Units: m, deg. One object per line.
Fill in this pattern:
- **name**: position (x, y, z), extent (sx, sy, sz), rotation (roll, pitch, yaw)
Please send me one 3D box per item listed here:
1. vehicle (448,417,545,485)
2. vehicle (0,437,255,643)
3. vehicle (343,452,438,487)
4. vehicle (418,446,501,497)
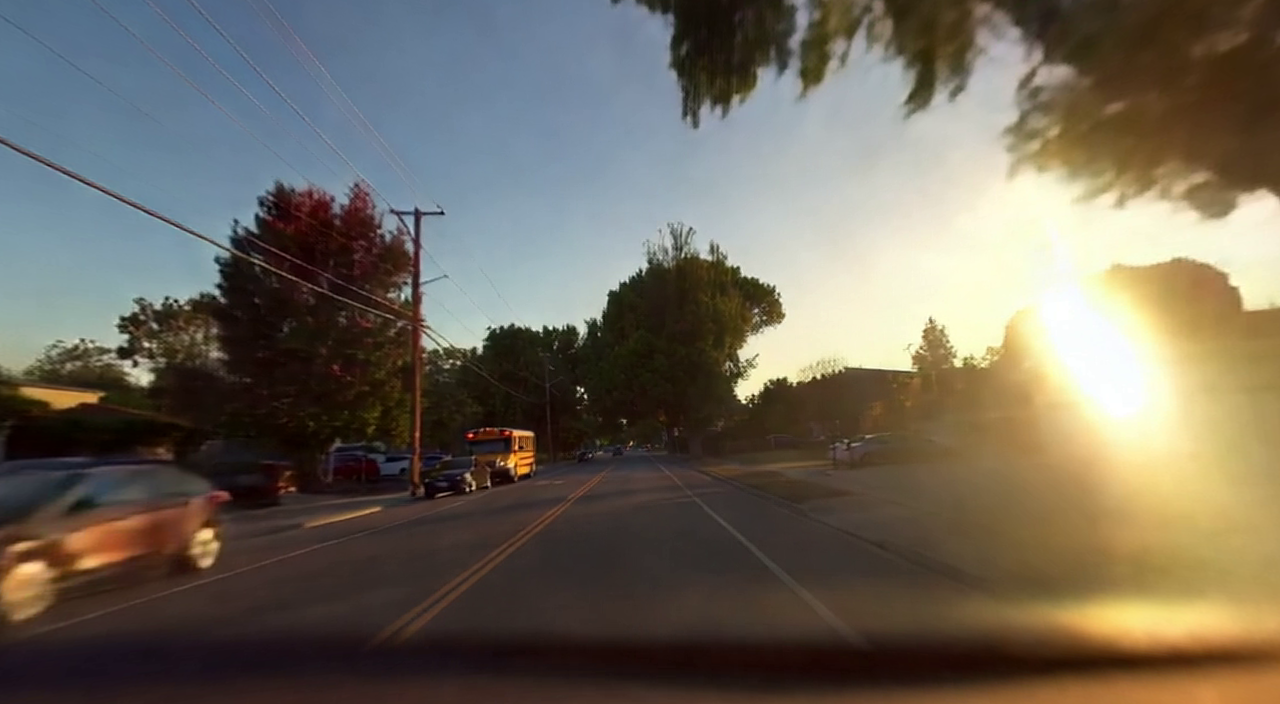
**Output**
- **vehicle**: position (-6.668, 4.787, 30.626), extent (2.835, 2.876, 7.091), rotation (-1, -9, 2)
- **vehicle**: position (-6.636, 1.857, 6.856), extent (2.002, 1.790, 4.624), rotation (0, -9, 0)
- **vehicle**: position (-14.290, 6.736, 36.270), extent (4.767, 1.520, 1.940), rotation (-7, -9, 11)
- **vehicle**: position (-6.794, 4.516, 24.330), extent (2.023, 1.721, 4.418), rotation (0, -9, -2)
